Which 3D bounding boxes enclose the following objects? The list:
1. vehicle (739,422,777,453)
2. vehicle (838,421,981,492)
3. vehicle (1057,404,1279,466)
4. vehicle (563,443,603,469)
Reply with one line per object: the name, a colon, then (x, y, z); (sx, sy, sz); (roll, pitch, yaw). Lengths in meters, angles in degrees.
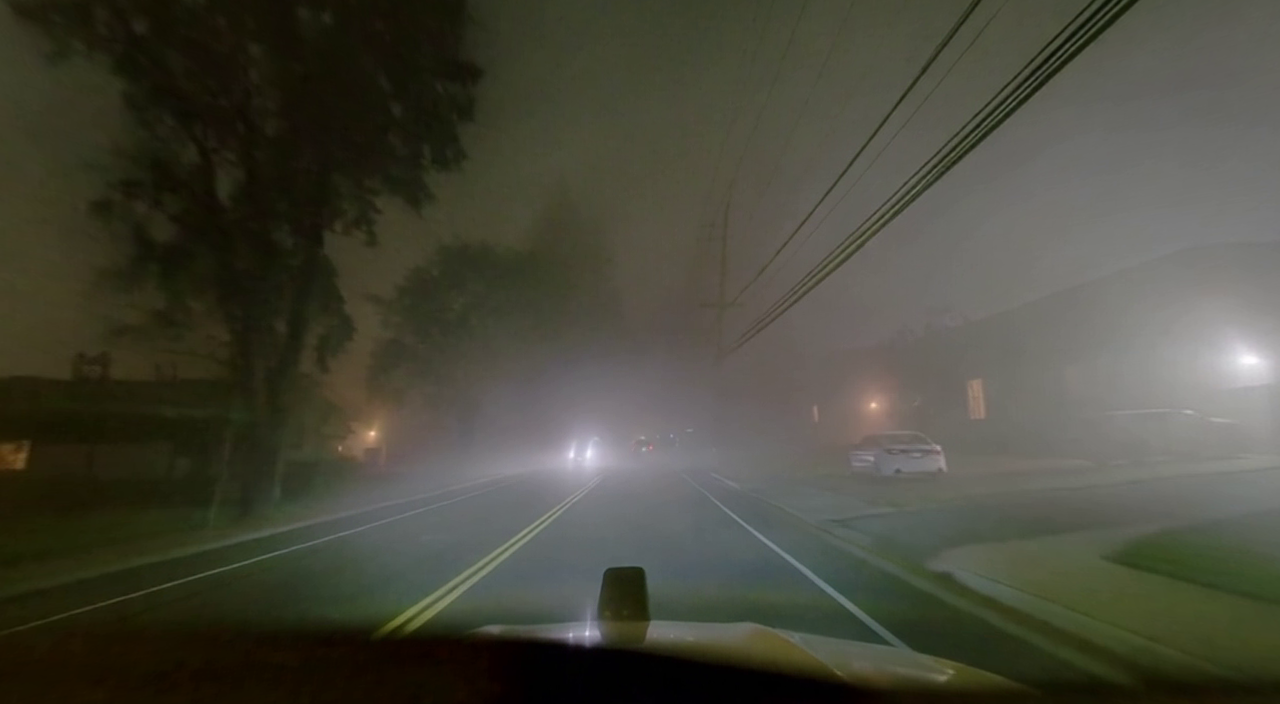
vehicle: (7.905, 5.804, 42.561); (1.878, 1.743, 4.556); (-7, -9, 4)
vehicle: (7.124, 2.825, 17.278); (2.071, 1.510, 4.418); (-6, -9, 3)
vehicle: (14.332, 2.231, 16.811); (4.848, 1.509, 1.976); (-1, -8, 9)
vehicle: (-3.534, 6.558, 39.979); (2.028, 1.488, 4.392); (0, -8, 2)
